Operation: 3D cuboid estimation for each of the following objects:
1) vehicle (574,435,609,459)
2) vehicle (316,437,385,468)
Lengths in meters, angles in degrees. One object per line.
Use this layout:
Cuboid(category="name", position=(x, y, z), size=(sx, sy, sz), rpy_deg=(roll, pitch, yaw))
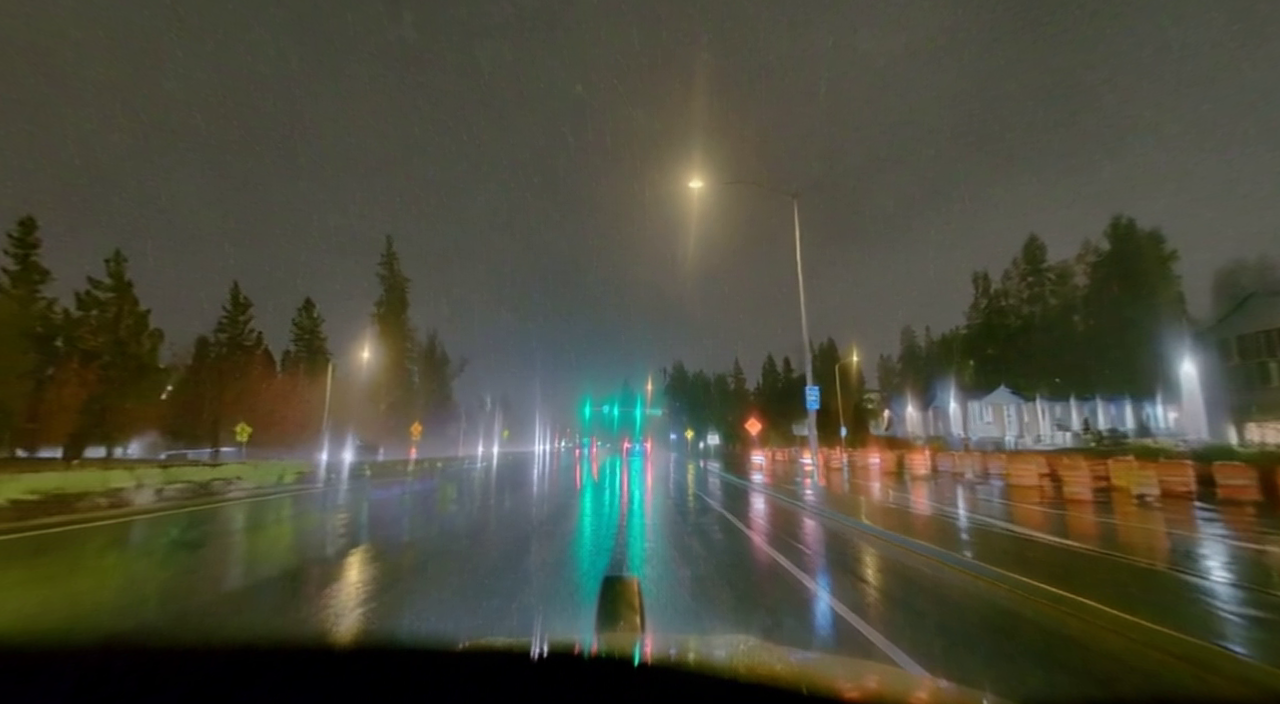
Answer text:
Cuboid(category="vehicle", position=(-3.524, 7.072, 46.960), size=(2.198, 1.663, 4.519), rpy_deg=(0, -8, 0))
Cuboid(category="vehicle", position=(-17.467, 6.091, 38.252), size=(1.986, 1.711, 4.379), rpy_deg=(0, -8, 1))
